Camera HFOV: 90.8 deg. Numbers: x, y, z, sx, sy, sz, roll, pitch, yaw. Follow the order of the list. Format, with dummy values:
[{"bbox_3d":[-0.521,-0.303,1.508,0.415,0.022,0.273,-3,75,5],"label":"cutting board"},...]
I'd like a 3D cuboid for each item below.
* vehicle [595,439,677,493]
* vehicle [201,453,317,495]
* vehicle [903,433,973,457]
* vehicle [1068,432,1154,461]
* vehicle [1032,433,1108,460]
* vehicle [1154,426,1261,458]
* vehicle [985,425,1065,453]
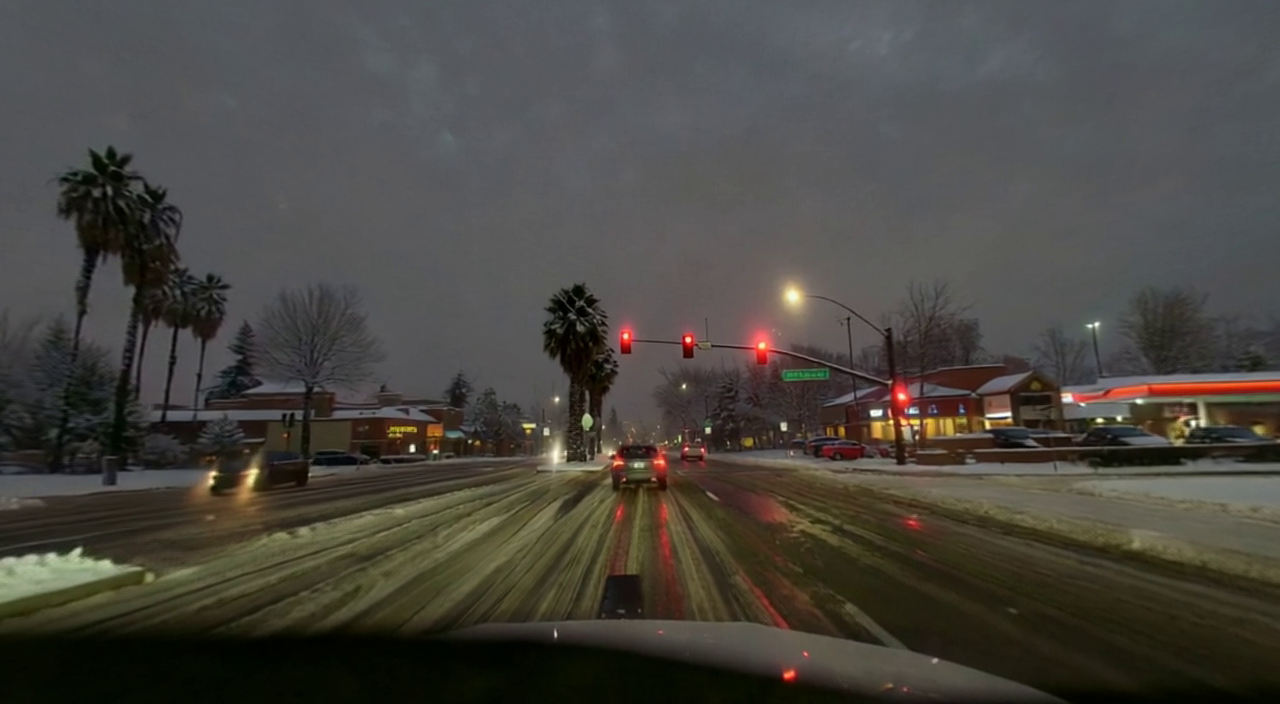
[{"bbox_3d":[-0.148,3.547,19.989,2.270,1.475,4.571,0,-9,-1],"label":"vehicle"},{"bbox_3d":[-15.362,4.902,25.805,1.896,1.508,4.659,0,-9,-1],"label":"vehicle"},{"bbox_3d":[19.497,6.102,41.482,3.833,1.495,1.892,-3,-9,17],"label":"vehicle"},{"bbox_3d":[26.288,5.318,35.442,1.923,1.501,3.849,-1,-9,2],"label":"vehicle"},{"bbox_3d":[24.203,5.348,35.714,1.738,1.462,3.609,0,-9,0],"label":"vehicle"},{"bbox_3d":[31.816,5.082,35.596,1.903,1.630,4.320,0,-9,-1],"label":"vehicle"},{"bbox_3d":[24.504,5.577,40.322,3.783,1.560,1.853,-4,-10,11],"label":"vehicle"}]
